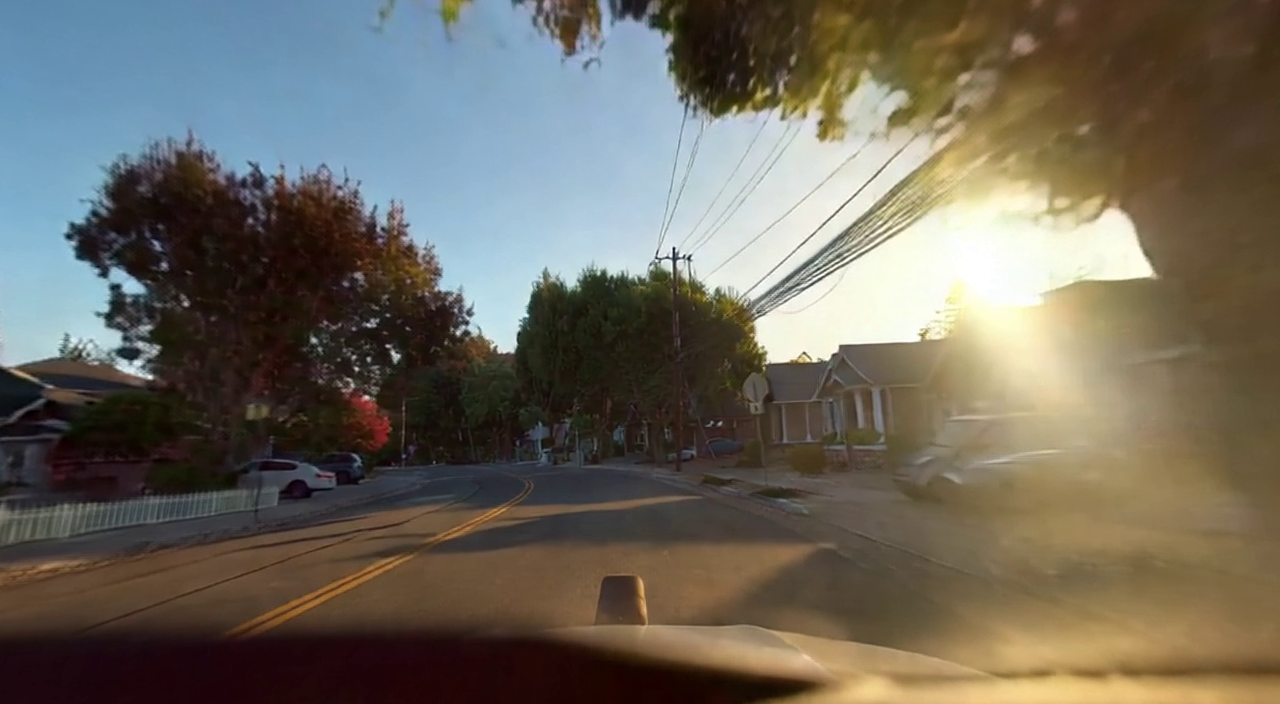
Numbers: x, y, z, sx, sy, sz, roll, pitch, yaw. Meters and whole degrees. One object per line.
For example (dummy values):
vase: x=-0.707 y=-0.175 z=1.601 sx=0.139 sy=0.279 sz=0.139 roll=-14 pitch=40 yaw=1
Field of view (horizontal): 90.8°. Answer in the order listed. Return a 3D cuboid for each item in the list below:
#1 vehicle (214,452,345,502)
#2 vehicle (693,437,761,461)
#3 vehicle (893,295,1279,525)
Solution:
vehicle: x=-12.475 y=4.300 z=22.242 sx=2.390 sy=1.431 sz=4.253 roll=0 pitch=-8 yaw=-5
vehicle: x=6.189 y=6.972 z=45.377 sx=4.566 sy=1.623 sz=1.906 roll=0 pitch=-9 yaw=-2
vehicle: x=8.390 y=0.885 z=10.486 sx=7.115 sy=3.010 sz=2.378 roll=-4 pitch=-8 yaw=-4
